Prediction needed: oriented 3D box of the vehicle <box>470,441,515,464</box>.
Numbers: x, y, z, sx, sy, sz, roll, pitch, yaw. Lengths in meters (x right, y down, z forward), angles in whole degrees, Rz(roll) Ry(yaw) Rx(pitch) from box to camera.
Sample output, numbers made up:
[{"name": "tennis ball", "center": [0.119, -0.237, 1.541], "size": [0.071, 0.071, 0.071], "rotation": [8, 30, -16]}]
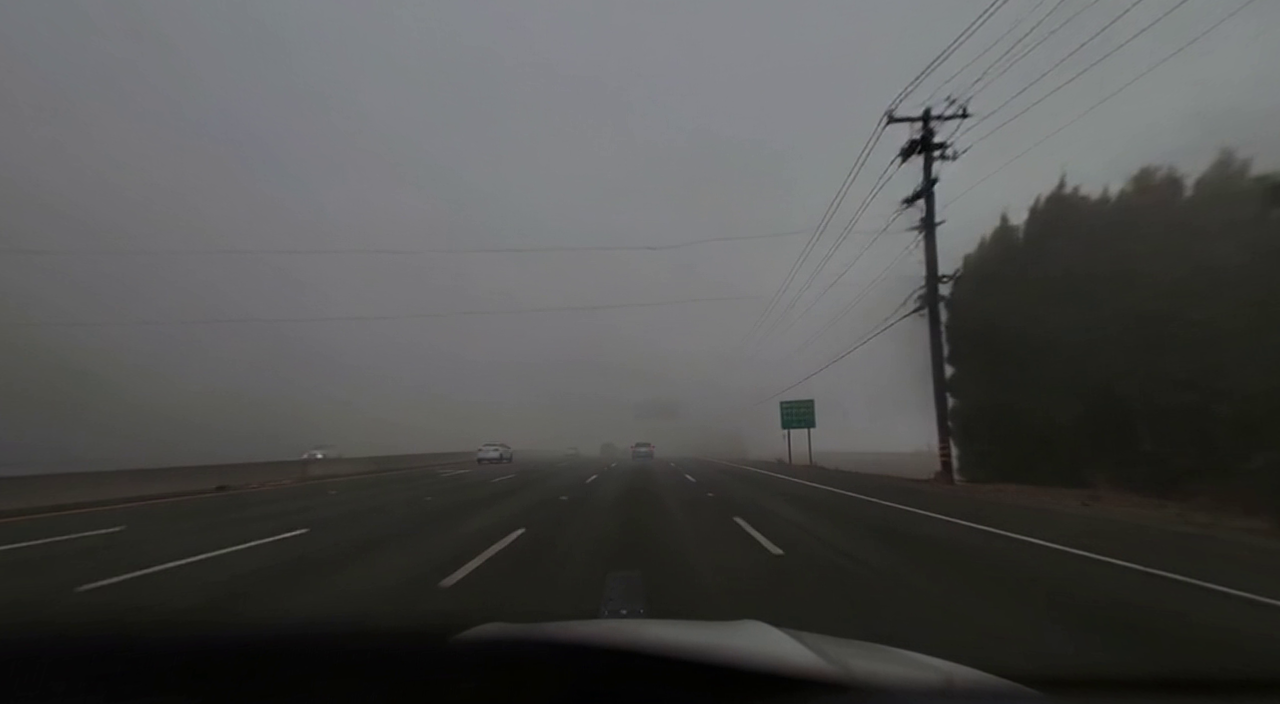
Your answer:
[{"name": "vehicle", "center": [-10.110, 6.923, 43.564], "size": [1.947, 1.528, 4.355], "rotation": [0, -8, 1]}]
